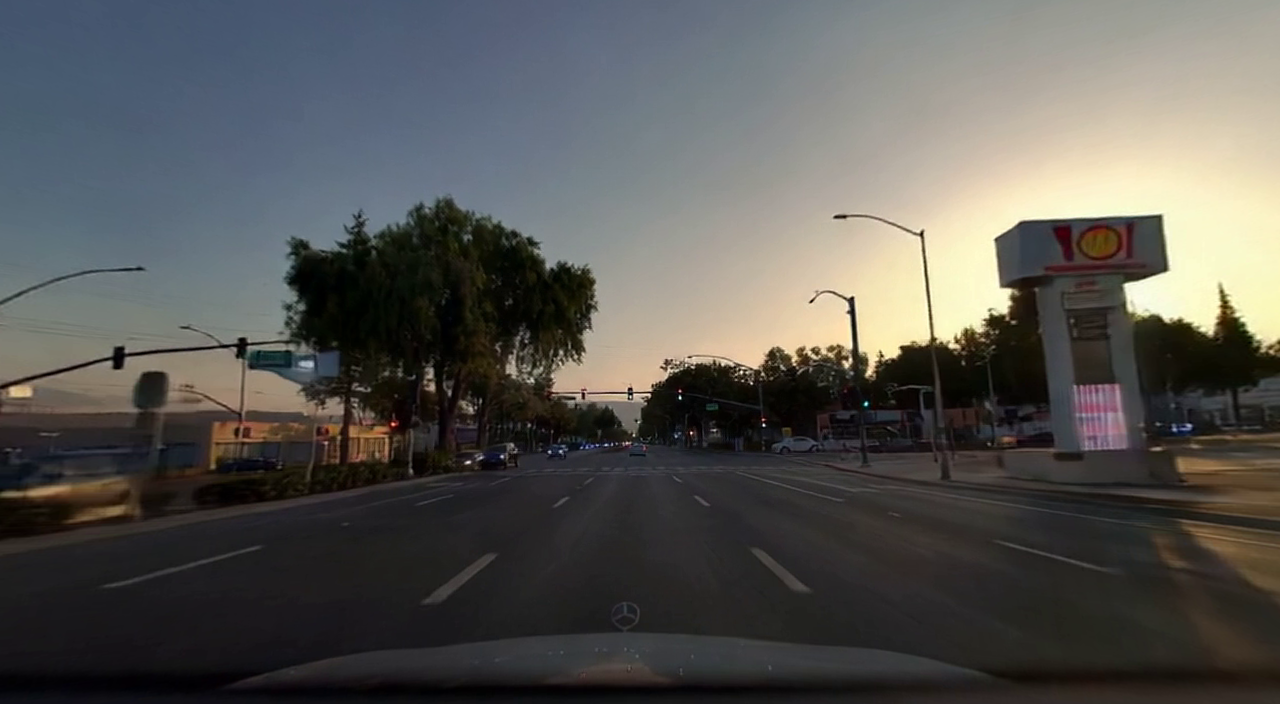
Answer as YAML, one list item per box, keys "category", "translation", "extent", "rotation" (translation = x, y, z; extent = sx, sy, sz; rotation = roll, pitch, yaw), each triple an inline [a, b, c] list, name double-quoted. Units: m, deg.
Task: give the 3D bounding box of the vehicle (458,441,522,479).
- category: "vehicle"
  translation: [-6.667, 4.837, 28.574]
  extent: [1.898, 1.539, 4.314]
  rotation: [0, -8, -1]

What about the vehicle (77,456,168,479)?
- category: "vehicle"
  translation: [-39.534, 8.819, 48.394]
  extent: [4.941, 1.654, 1.967]
  rotation: [2, -9, -13]
